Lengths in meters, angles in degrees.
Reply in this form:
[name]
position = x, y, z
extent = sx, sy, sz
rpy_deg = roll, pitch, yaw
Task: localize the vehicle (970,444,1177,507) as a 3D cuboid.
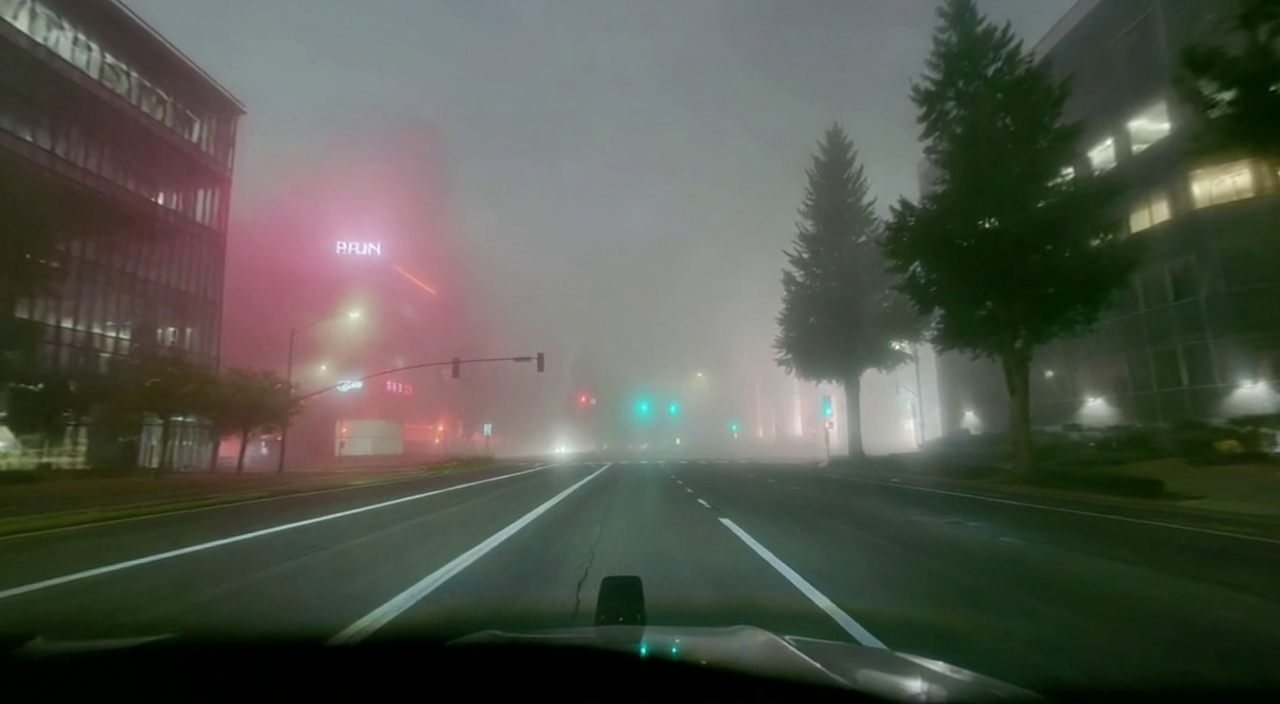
[vehicle]
position = 11.007, 3.132, 16.614
extent = 1.834, 1.388, 4.794
rpy_deg = 0, -8, -4
